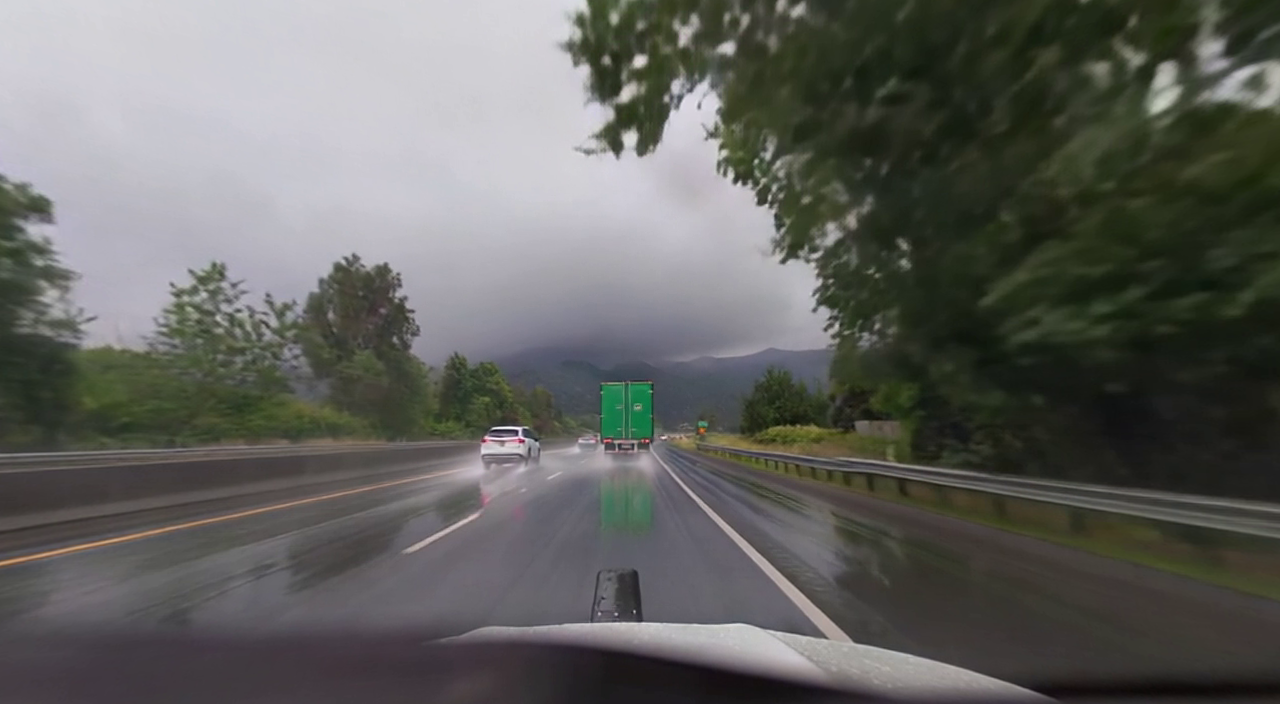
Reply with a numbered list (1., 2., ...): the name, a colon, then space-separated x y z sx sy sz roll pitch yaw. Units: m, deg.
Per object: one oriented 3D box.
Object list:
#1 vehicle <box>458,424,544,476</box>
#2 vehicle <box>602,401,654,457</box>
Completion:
1. vehicle: -4.958 3.564 23.216 2.138 1.697 4.587 0 -8 0
2. vehicle: -0.564 3.491 28.491 2.319 2.461 1.270 1 -8 -3
